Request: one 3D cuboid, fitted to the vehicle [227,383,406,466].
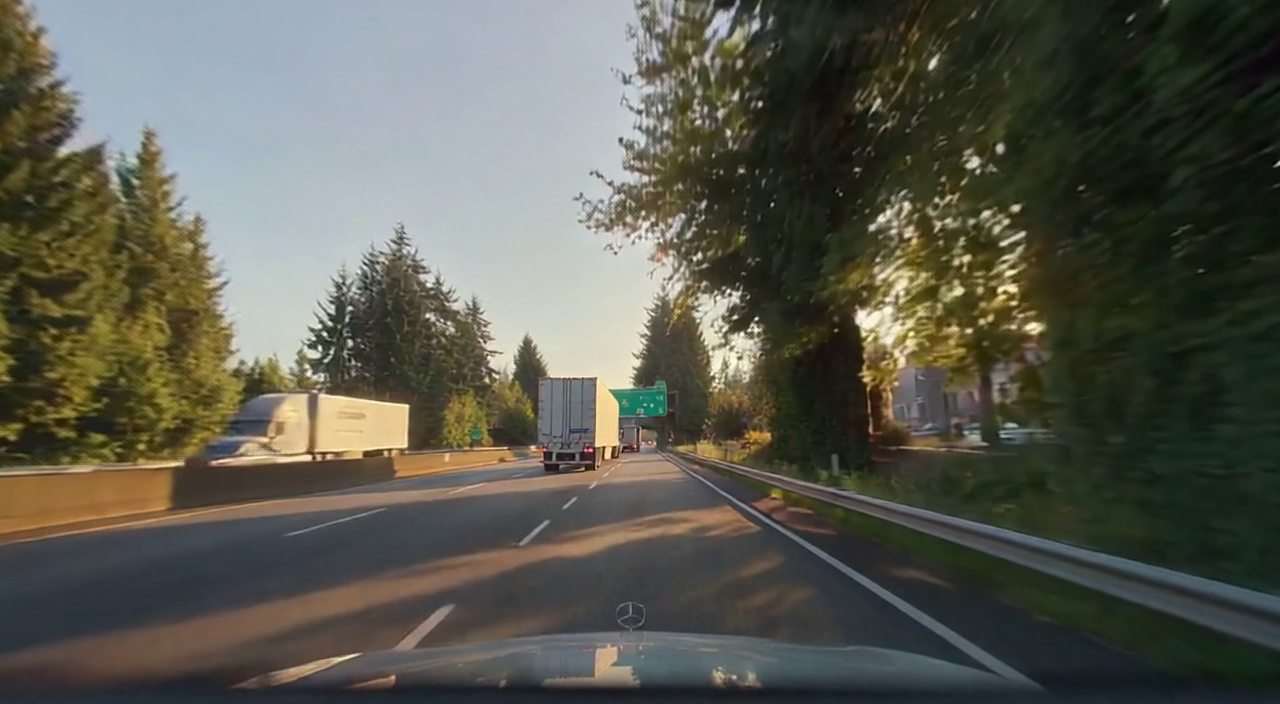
[{"bbox_3d":[-18.334,4.551,37.633,2.937,4.009,14.253,0,-8,1],"label":"vehicle"}]

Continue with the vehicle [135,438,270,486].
[{"bbox_3d":[-14.642,3.689,21.333,1.725,1.444,3.898,0,-8,0],"label":"vehicle"}]

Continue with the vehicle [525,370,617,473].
[{"bbox_3d":[-2.982,3.776,32.010,2.947,4.051,14.256,1,-8,0],"label":"vehicle"}]

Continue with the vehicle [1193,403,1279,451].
[{"bbox_3d":[25.980,3.128,25.998,4.219,1.898,2.086,1,-8,-1],"label":"vehicle"}]

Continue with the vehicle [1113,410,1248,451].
[{"bbox_3d":[24.461,3.605,28.566,4.288,1.766,1.975,0,-8,-1],"label":"vehicle"}]
